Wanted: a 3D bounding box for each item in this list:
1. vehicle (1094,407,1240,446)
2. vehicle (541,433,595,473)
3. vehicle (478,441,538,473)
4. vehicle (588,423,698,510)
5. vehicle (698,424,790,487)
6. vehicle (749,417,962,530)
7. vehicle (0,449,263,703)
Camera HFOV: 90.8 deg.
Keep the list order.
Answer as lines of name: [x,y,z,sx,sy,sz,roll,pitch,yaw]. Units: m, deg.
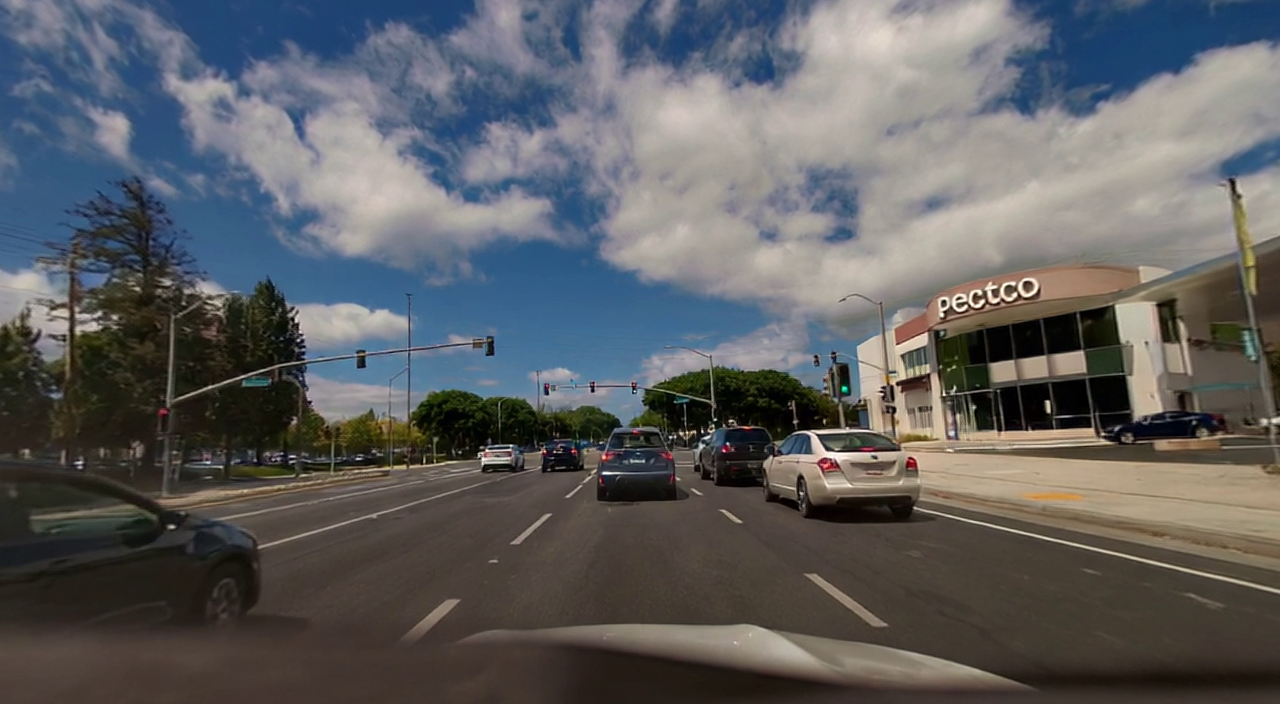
vehicle: [24.032,3.442,28.948,4.854,1.712,2.017,0,-9,-1]
vehicle: [-3.406,4.889,30.808,2.106,1.778,4.444,0,-9,0]
vehicle: [-6.473,5.210,31.507,1.954,1.473,4.350,0,-9,1]
vehicle: [-0.025,2.537,14.404,2.146,1.685,4.003,0,-9,-2]
vehicle: [3.257,3.382,20.889,2.144,1.802,4.609,0,-9,-1]
vehicle: [3.614,2.150,11.728,2.198,1.660,4.512,0,-9,-2]
vehicle: [-3.527,1.005,2.128,1.980,1.321,4.113,0,-9,0]
